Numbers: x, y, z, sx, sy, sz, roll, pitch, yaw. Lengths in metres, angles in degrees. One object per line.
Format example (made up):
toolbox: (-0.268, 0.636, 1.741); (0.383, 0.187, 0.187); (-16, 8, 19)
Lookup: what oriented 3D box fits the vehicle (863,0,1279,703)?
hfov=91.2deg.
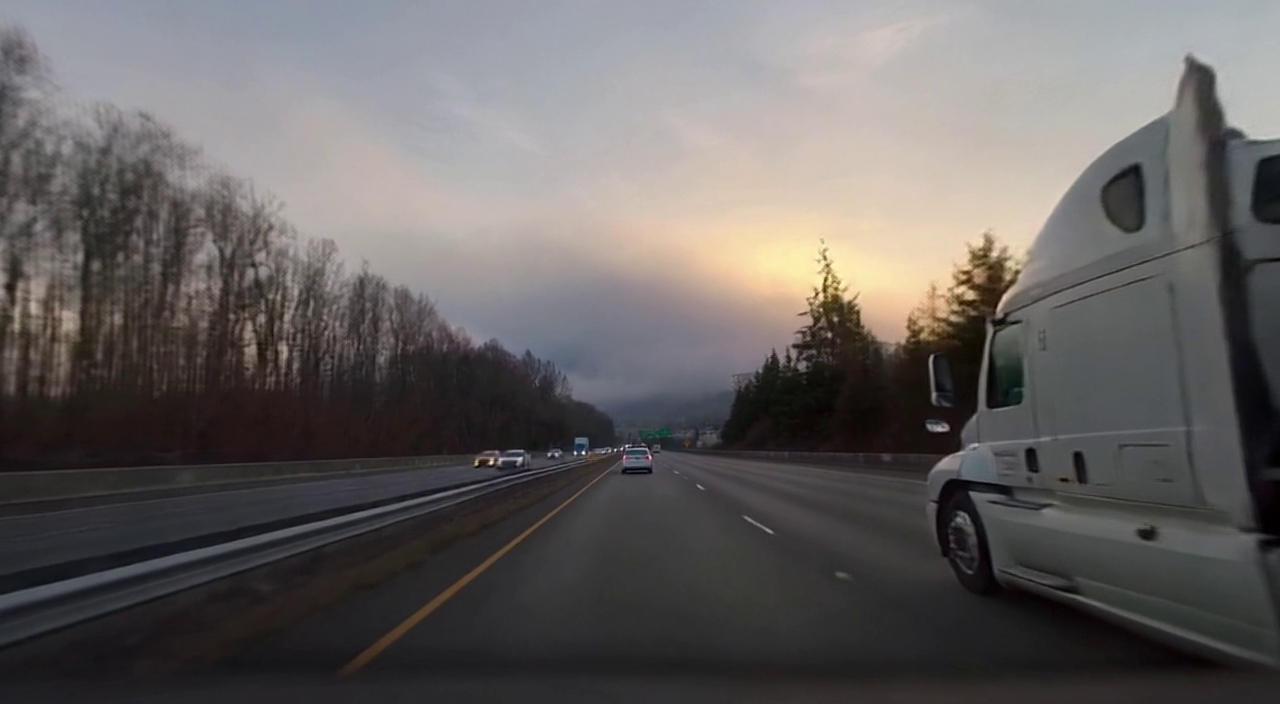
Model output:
vehicle: (4.372, 0.049, 4.197); (3.351, 3.699, 5.995); (0, -9, -1)

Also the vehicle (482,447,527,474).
vehicle: (-8.799, 7.050, 41.023); (1.957, 1.603, 4.476); (0, -9, 0)

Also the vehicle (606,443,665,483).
vehicle: (-0.212, 4.554, 25.987); (2.244, 1.506, 4.097); (0, -9, -1)

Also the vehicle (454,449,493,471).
vehicle: (-12.973, 8.425, 49.154); (1.906, 1.607, 4.230); (0, -9, -1)
